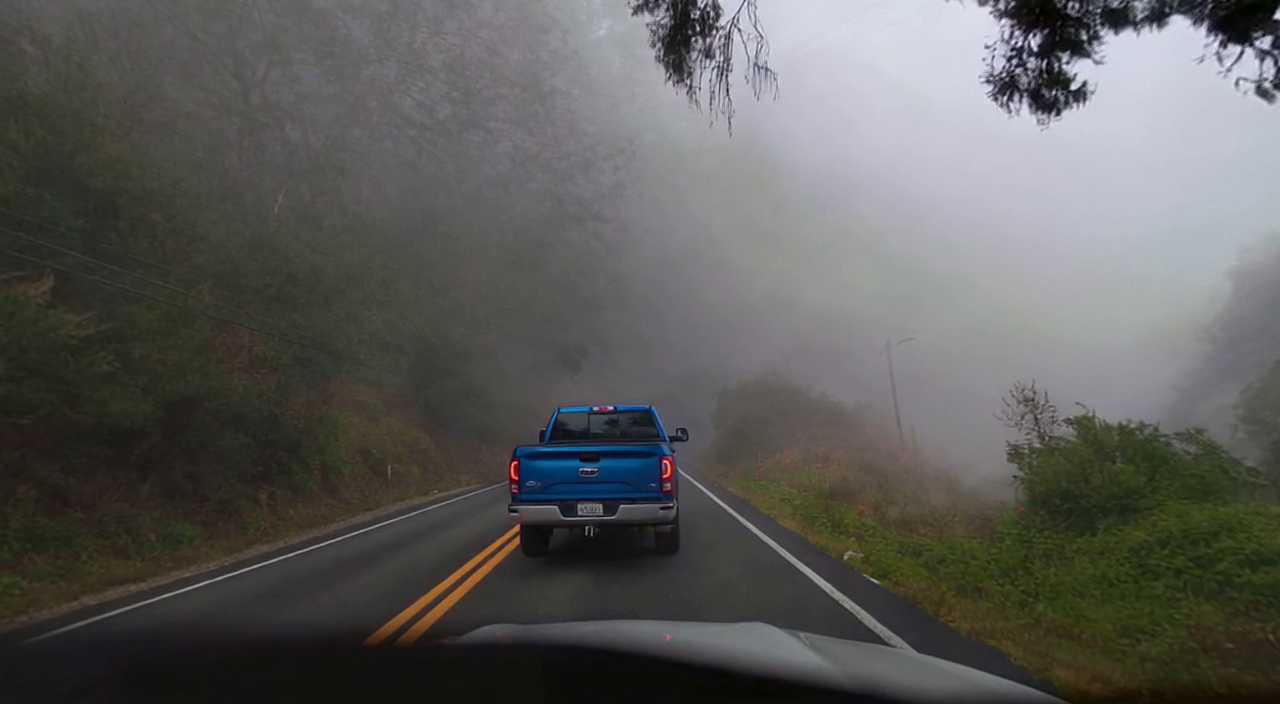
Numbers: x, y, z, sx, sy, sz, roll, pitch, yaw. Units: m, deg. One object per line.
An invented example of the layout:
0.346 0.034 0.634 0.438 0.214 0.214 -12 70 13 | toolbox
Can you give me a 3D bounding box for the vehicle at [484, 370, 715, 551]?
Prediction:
-0.531 1.768 10.837 2.837 2.223 5.885 0 -8 -1 | vehicle
